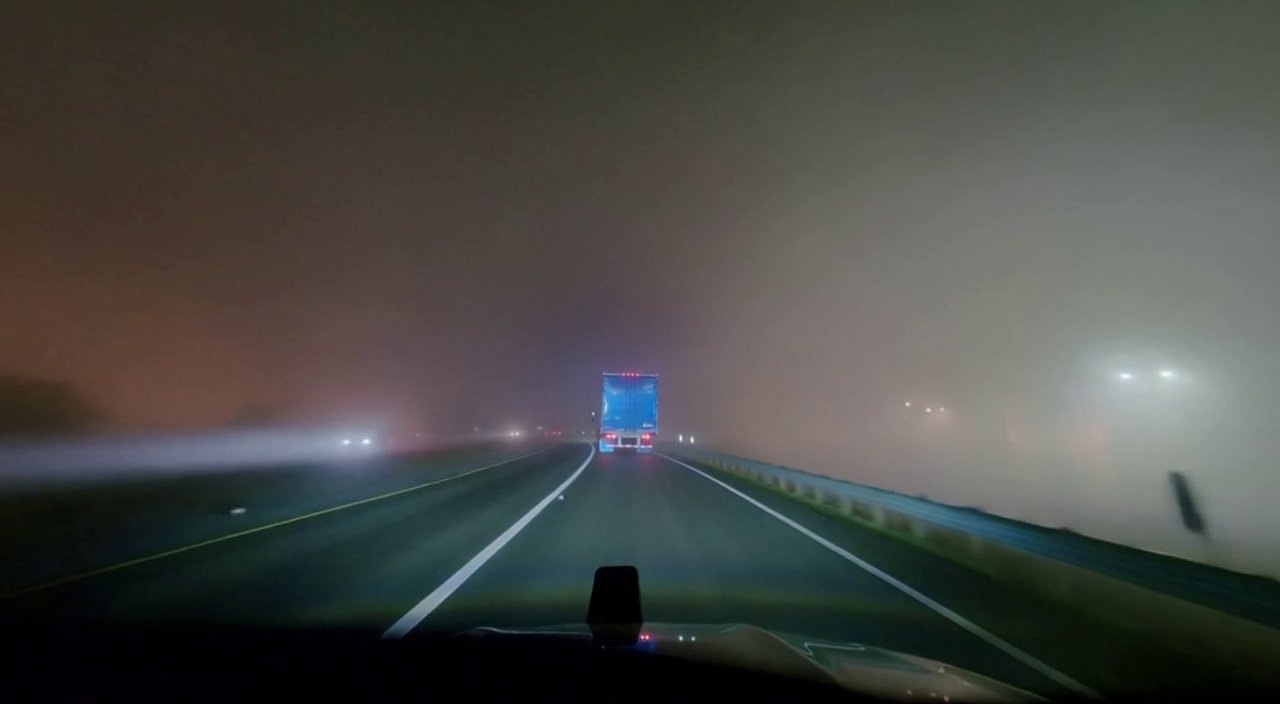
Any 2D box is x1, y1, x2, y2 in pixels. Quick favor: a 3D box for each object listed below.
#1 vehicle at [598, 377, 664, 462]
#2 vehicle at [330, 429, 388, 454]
[{"bbox_3d":[-0.633,3.828,34.500,3.023,3.965,10.402,0,-8,-2],"label":"vehicle"},{"bbox_3d":[-18.340,5.849,41.320,1.879,1.515,4.554,0,-8,-2],"label":"vehicle"}]
